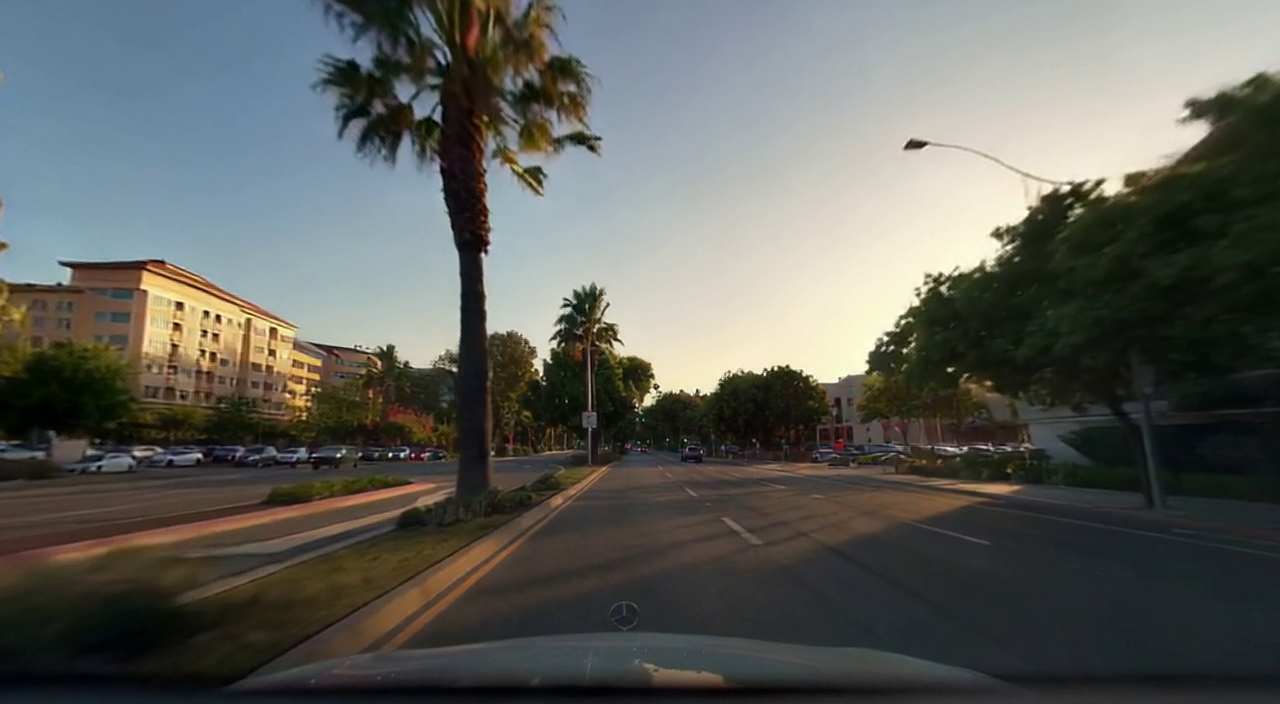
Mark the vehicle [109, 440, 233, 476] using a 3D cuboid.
[{"bbox_3d":[-32.029,7.228,43.126,6.216,2.077,2.806,2,-8,2],"label":"vehicle"}]

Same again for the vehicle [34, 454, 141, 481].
[{"bbox_3d":[-31.182,6.507,35.603,4.223,1.444,1.814,0,-9,-3],"label":"vehicle"}]

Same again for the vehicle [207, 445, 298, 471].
[{"bbox_3d":[-30.587,8.390,49.840,5.493,1.979,2.437,0,-9,-2],"label":"vehicle"}]

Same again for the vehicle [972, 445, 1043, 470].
[{"bbox_3d":[24.153,6.920,41.569,1.881,1.509,4.448,0,-9,-3],"label":"vehicle"}]
